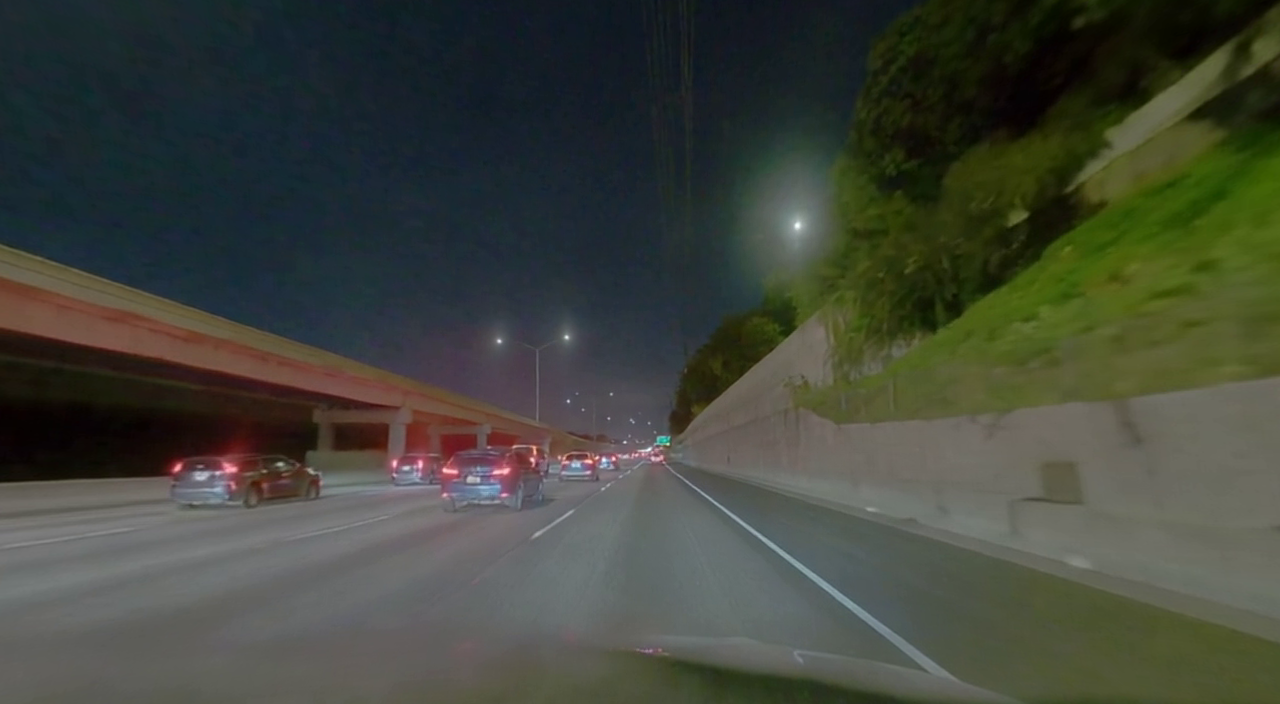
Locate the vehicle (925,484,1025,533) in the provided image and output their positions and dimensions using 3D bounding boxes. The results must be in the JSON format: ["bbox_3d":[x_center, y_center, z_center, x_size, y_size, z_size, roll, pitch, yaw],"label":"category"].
[{"bbox_3d":[13.546,6.313,25.766,1.853,1.586,3.727,1,-8,-3],"label":"vehicle"}]

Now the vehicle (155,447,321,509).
[{"bbox_3d":[-10.901,3.405,17.511,1.981,1.484,3.827,0,-8,1],"label":"vehicle"}]

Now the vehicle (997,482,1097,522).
[{"bbox_3d":[21.720,7.996,33.944,1.941,1.715,4.868,0,-8,-2],"label":"vehicle"}]

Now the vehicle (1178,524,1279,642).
[{"bbox_3d":[10.890,3.584,9.055,1.962,1.584,4.807,0,-8,-2],"label":"vehicle"}]

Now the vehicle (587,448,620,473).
[{"bbox_3d":[-2.681,8.128,47.533,2.052,1.731,4.372,0,-8,2],"label":"vehicle"}]

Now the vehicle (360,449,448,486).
[{"bbox_3d":[-10.742,5.279,29.136,1.978,1.498,4.940,0,-8,2],"label":"vehicle"}]

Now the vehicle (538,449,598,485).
[{"bbox_3d":[-3.129,5.117,28.338,2.056,1.449,4.330,0,-8,2],"label":"vehicle"}]

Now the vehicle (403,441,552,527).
[{"bbox_3d":[-3.181,2.662,13.369,1.939,1.511,4.246,0,-8,1],"label":"vehicle"}]
